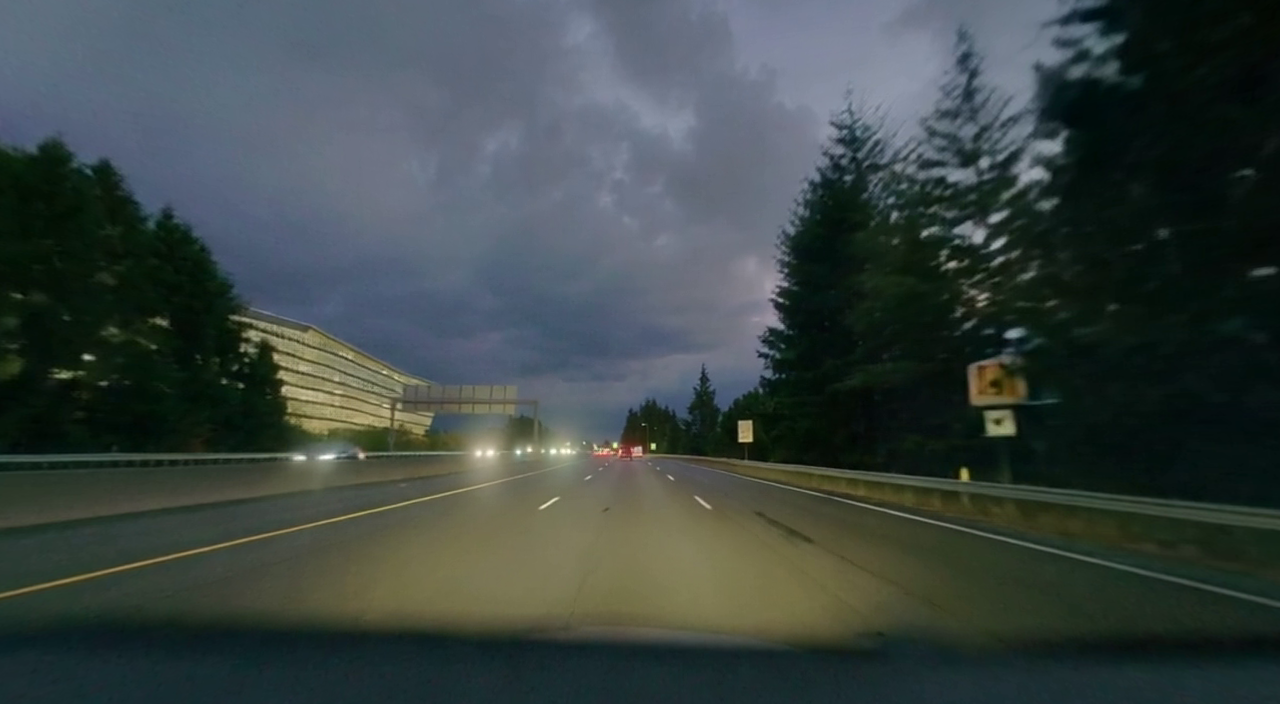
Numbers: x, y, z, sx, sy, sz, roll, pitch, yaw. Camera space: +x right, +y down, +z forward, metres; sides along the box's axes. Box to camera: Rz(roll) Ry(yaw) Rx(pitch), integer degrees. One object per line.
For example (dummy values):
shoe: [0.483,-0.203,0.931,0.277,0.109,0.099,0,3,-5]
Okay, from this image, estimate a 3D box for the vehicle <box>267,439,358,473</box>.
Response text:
vehicle: [-15.245,4.863,29.668,1.922,1.465,4.498,0,-9,-1]
